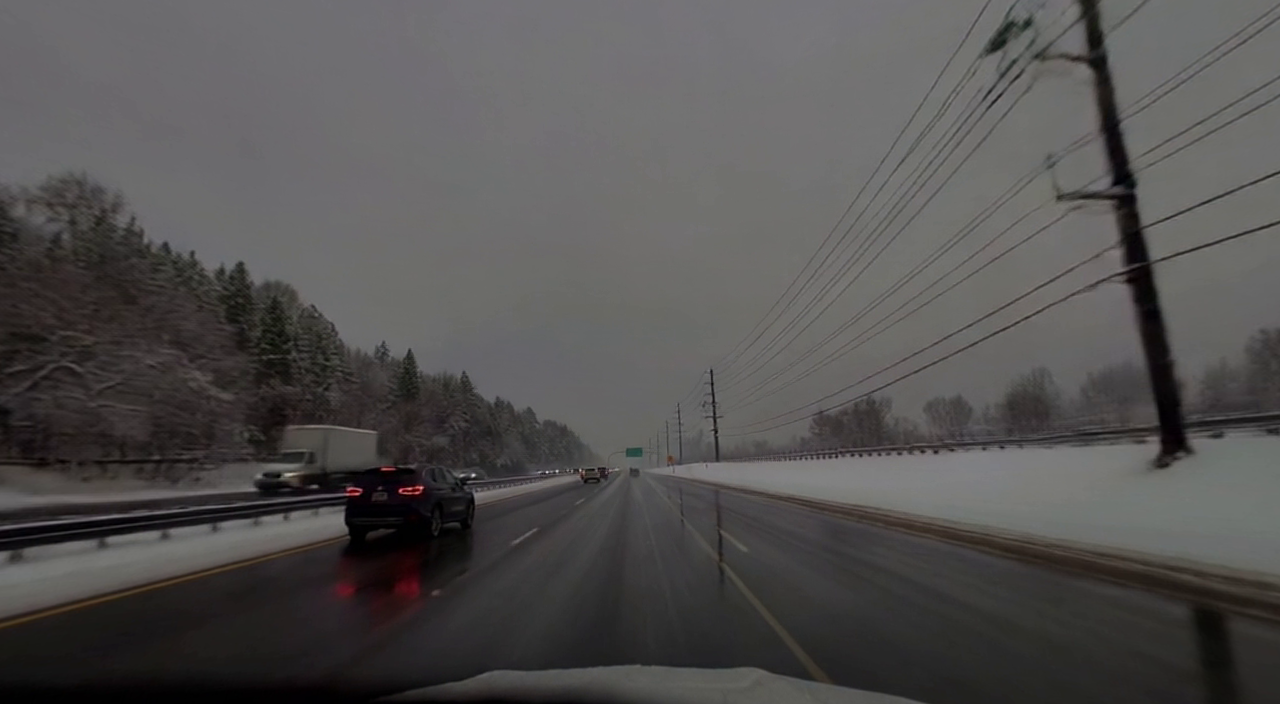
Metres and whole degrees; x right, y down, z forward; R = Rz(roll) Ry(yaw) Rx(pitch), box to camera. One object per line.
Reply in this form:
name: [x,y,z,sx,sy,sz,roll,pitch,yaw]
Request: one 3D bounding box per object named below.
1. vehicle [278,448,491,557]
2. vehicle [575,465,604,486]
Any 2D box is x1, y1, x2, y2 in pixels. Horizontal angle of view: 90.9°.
vehicle: [-4.159,2.548,11.178,1.963,1.501,4.227,1,-10,0]
vehicle: [-3.749,9.271,47.491,1.884,1.486,3.934,1,-10,-1]
